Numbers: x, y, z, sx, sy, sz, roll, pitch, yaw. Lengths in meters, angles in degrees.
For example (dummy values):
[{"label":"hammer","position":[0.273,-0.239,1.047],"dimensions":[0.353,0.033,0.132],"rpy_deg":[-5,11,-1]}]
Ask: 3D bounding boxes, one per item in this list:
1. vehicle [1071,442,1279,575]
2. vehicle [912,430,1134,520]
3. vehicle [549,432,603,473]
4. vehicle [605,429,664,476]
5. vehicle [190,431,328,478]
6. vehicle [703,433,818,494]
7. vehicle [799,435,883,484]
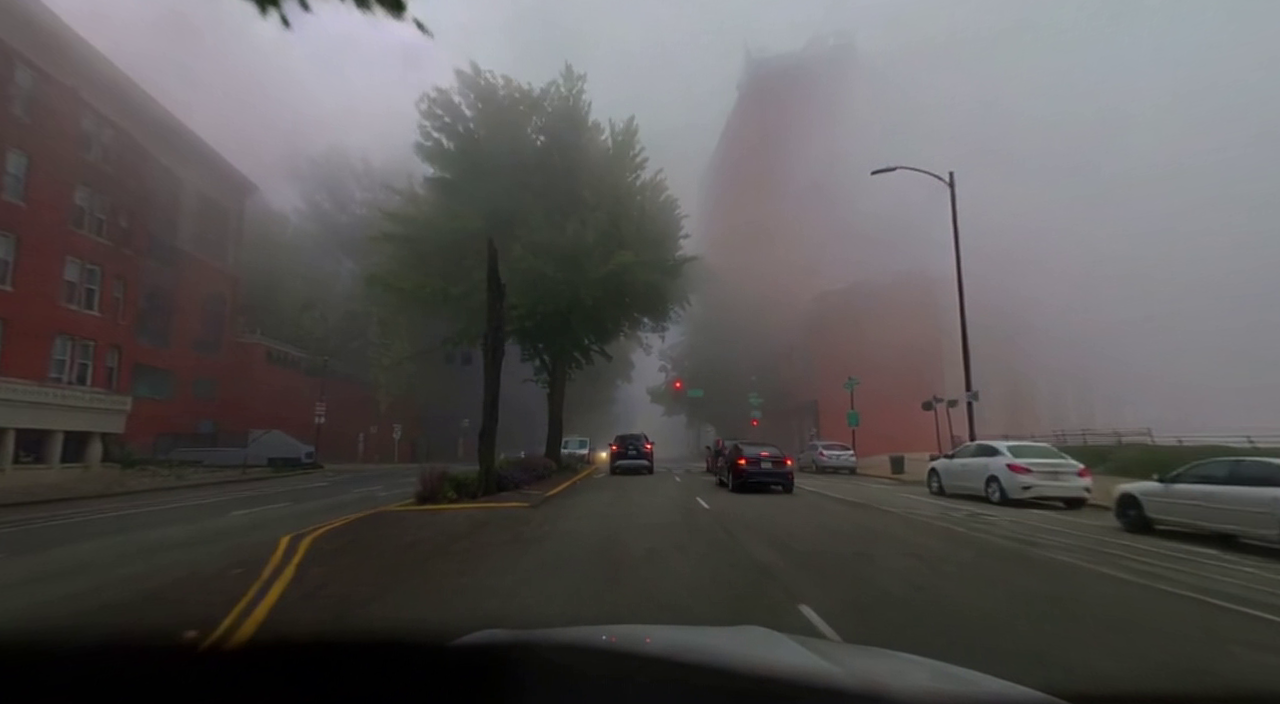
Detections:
[{"label":"vehicle","position":[8.207,1.889,7.980],"dimensions":[2.054,1.455,4.786],"rpy_deg":[0,-8,-1]},{"label":"vehicle","position":[8.116,2.572,14.060],"dimensions":[1.963,1.649,4.562],"rpy_deg":[0,-7,-2]},{"label":"vehicle","position":[-2.929,4.720,29.870],"dimensions":[2.297,1.812,4.244],"rpy_deg":[0,-8,-3]},{"label":"vehicle","position":[-0.218,4.305,27.284],"dimensions":[2.329,1.842,4.537],"rpy_deg":[0,-8,0]},{"label":"vehicle","position":[-23.502,6.325,39.206],"dimensions":[6.679,2.794,2.850],"rpy_deg":[0,-9,1]},{"label":"vehicle","position":[3.269,3.155,18.324],"dimensions":[2.238,1.499,4.964],"rpy_deg":[0,-8,-2]},{"label":"vehicle","position":[8.074,4.306,25.846],"dimensions":[1.959,1.719,4.538],"rpy_deg":[1,-7,0]}]
